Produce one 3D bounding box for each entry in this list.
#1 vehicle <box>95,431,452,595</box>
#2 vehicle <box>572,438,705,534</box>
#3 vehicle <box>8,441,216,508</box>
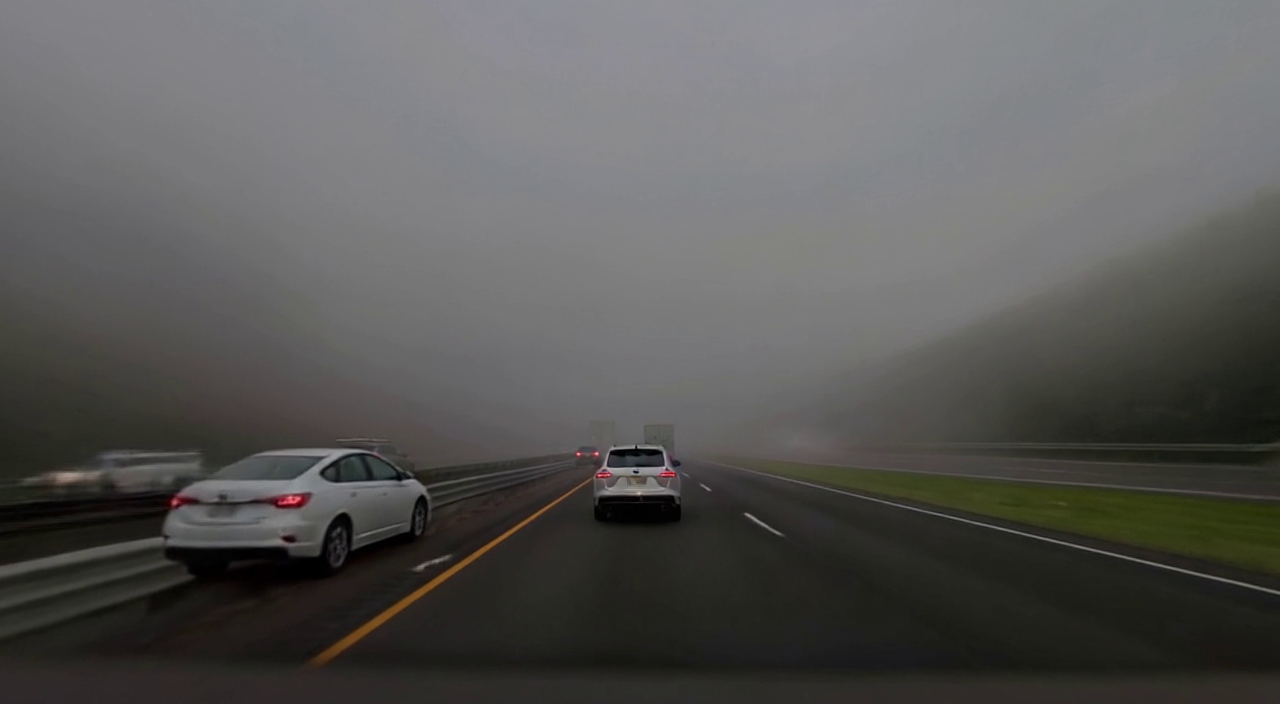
[{"bbox_3d":[-4.063,1.841,8.081,1.929,1.509,4.331,0,-9,1],"label":"vehicle"},{"bbox_3d":[-0.037,2.390,11.785,2.057,1.449,3.931,0,-9,0],"label":"vehicle"},{"bbox_3d":[-15.007,3.478,18.362,1.998,1.685,4.606,0,-9,1],"label":"vehicle"}]
